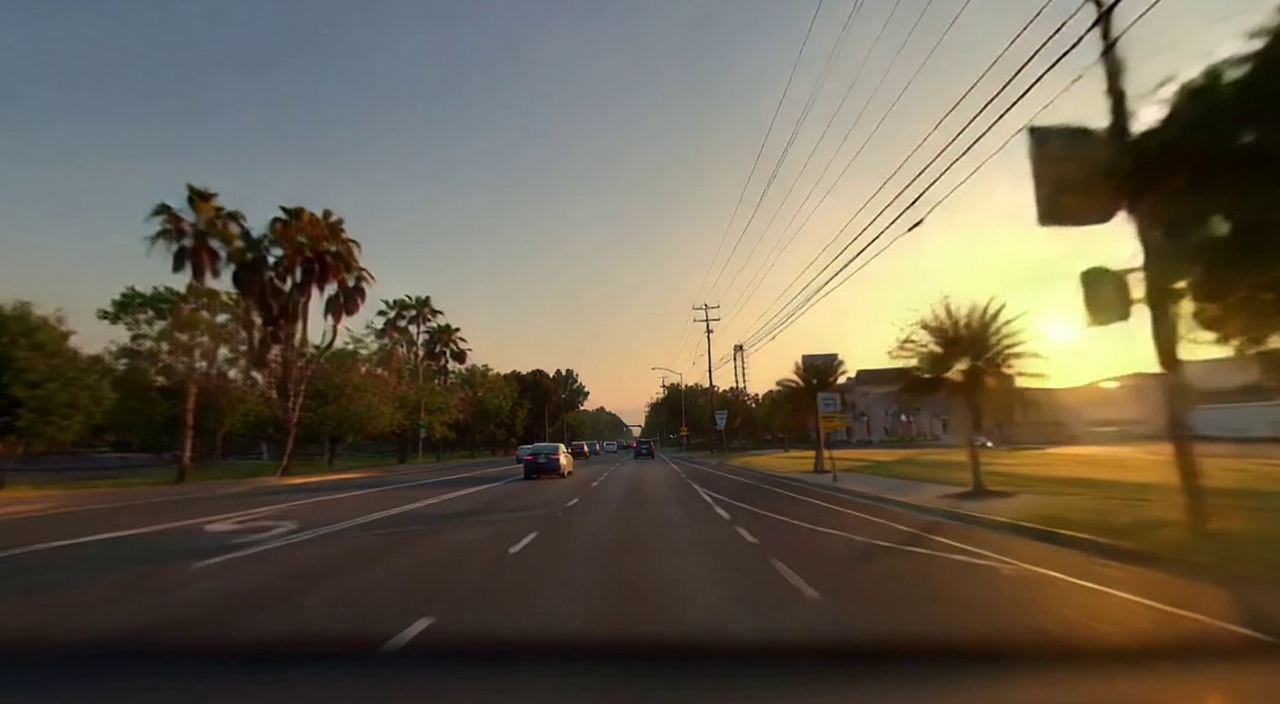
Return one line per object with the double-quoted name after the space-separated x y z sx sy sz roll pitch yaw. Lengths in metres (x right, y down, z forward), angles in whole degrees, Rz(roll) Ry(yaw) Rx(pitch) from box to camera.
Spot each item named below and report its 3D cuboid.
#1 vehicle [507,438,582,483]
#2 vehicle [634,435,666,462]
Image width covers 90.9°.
-3.354 3.906 23.004 1.982 1.451 4.152 0 -8 1 "vehicle"
0.698 6.900 45.145 2.155 1.781 3.977 0 -8 0 "vehicle"
